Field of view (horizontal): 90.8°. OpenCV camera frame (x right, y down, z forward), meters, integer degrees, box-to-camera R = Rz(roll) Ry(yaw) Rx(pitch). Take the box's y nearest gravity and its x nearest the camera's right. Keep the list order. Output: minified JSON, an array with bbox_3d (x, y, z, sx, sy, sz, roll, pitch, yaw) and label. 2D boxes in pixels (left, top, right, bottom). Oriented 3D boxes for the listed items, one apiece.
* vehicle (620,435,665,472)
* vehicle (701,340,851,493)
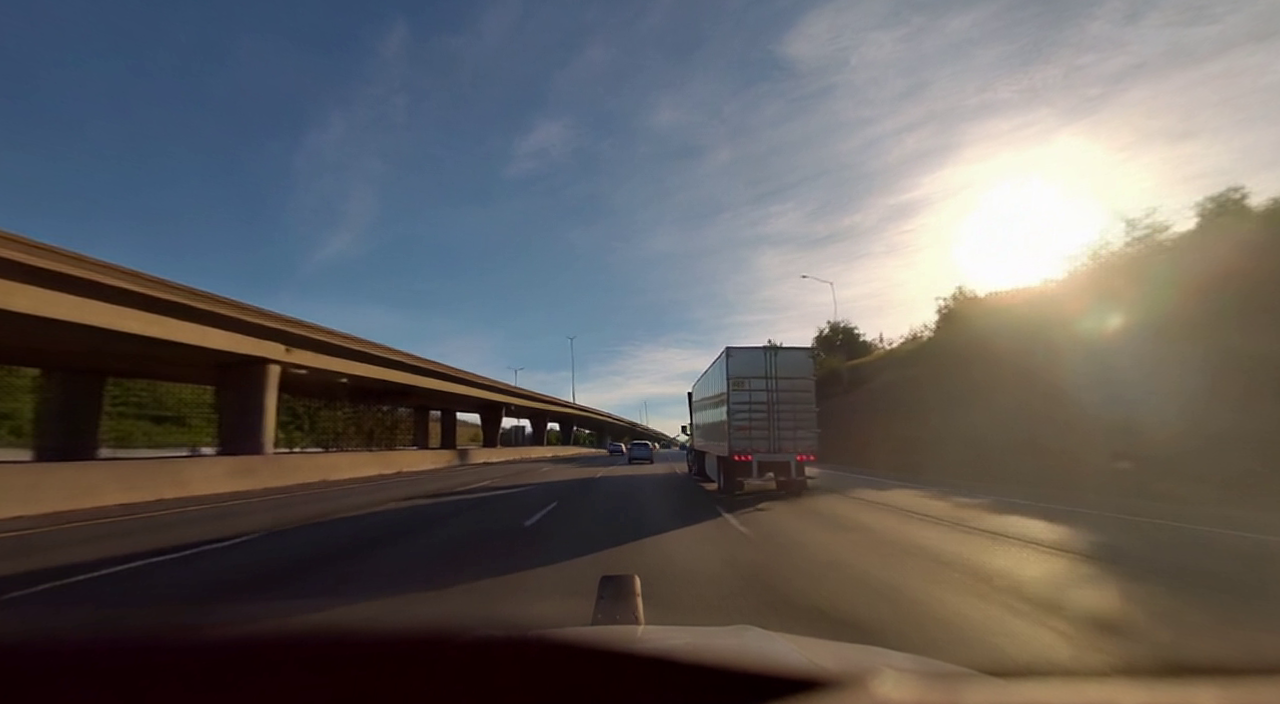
[{"bbox_3d":[0.146,5.091,31.805,2.077,1.716,4.514,0,-9,1],"label":"vehicle"},{"bbox_3d":[4.061,2.433,21.843,2.964,4.063,10.072,0,-9,0],"label":"vehicle"}]
